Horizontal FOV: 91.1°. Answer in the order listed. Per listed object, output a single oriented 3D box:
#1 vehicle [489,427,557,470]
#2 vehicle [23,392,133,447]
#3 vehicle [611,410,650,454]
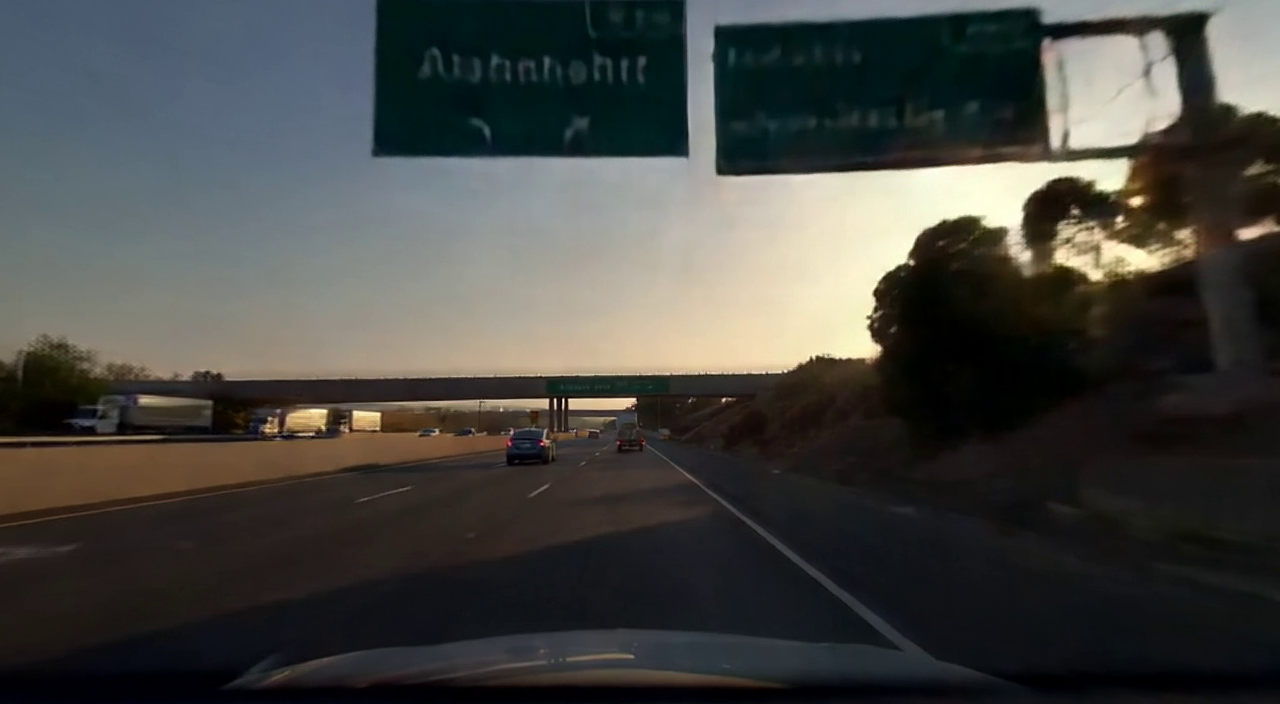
[{"bbox_3d":[-4.504,3.748,24.760,1.932,1.544,3.864,0,-8,0],"label":"vehicle"},{"bbox_3d":[-41.691,5.100,46.906,3.085,3.843,5.439,1,-7,-2],"label":"vehicle"},{"bbox_3d":[-0.681,5.344,41.929,2.418,2.704,6.445,0,-8,-2],"label":"vehicle"}]
